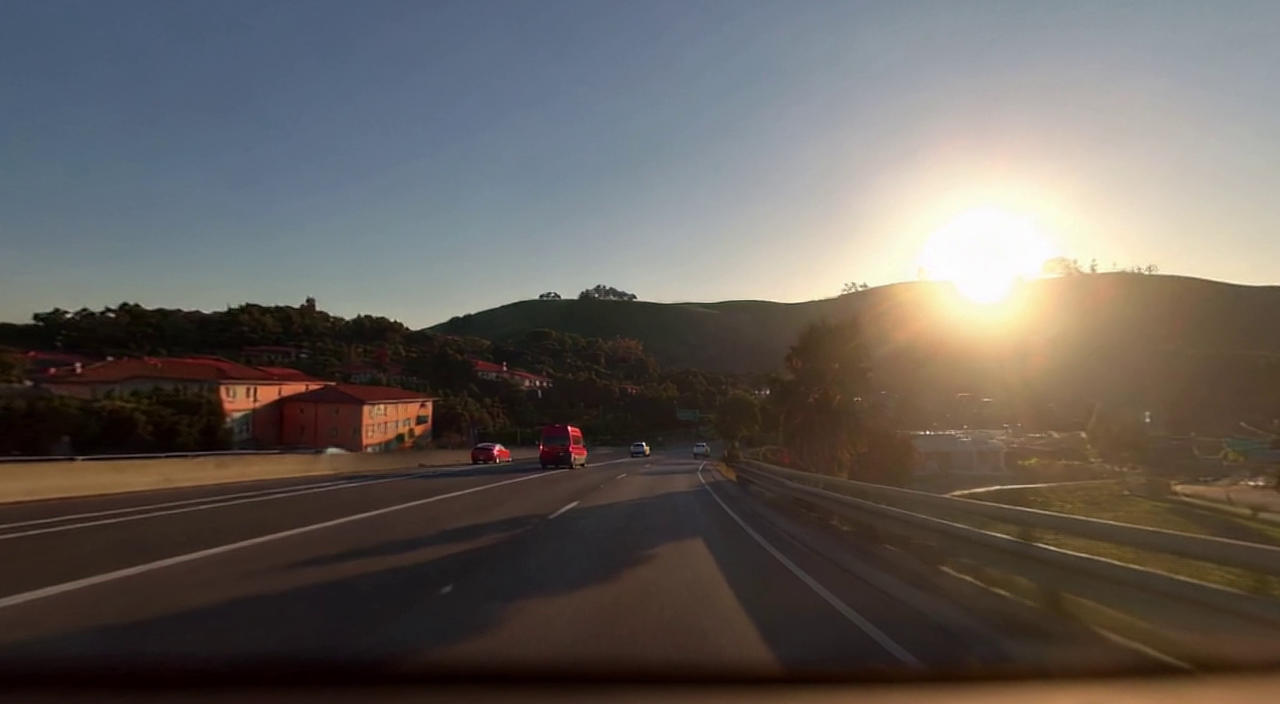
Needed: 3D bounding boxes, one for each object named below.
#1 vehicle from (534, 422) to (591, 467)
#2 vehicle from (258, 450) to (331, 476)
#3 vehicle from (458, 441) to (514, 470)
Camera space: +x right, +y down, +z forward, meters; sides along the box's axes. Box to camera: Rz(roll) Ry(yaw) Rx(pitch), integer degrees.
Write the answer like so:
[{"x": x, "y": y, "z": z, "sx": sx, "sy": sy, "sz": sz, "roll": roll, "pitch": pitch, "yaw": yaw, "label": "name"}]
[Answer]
[{"x": -4.964, "y": 6.095, "z": 41.559, "sx": 2.314, "sy": 2.703, "sz": 6.441, "roll": -1, "pitch": -9, "yaw": 6, "label": "vehicle"}, {"x": -21.298, "y": 6.828, "z": 39.146, "sx": 1.866, "sy": 1.487, "sz": 4.409, "roll": -1, "pitch": -9, "yaw": 3, "label": "vehicle"}, {"x": -8.771, "y": 5.944, "z": 36.464, "sx": 1.821, "sy": 1.524, "sz": 4.342, "roll": -1, "pitch": -9, "yaw": 5, "label": "vehicle"}]
